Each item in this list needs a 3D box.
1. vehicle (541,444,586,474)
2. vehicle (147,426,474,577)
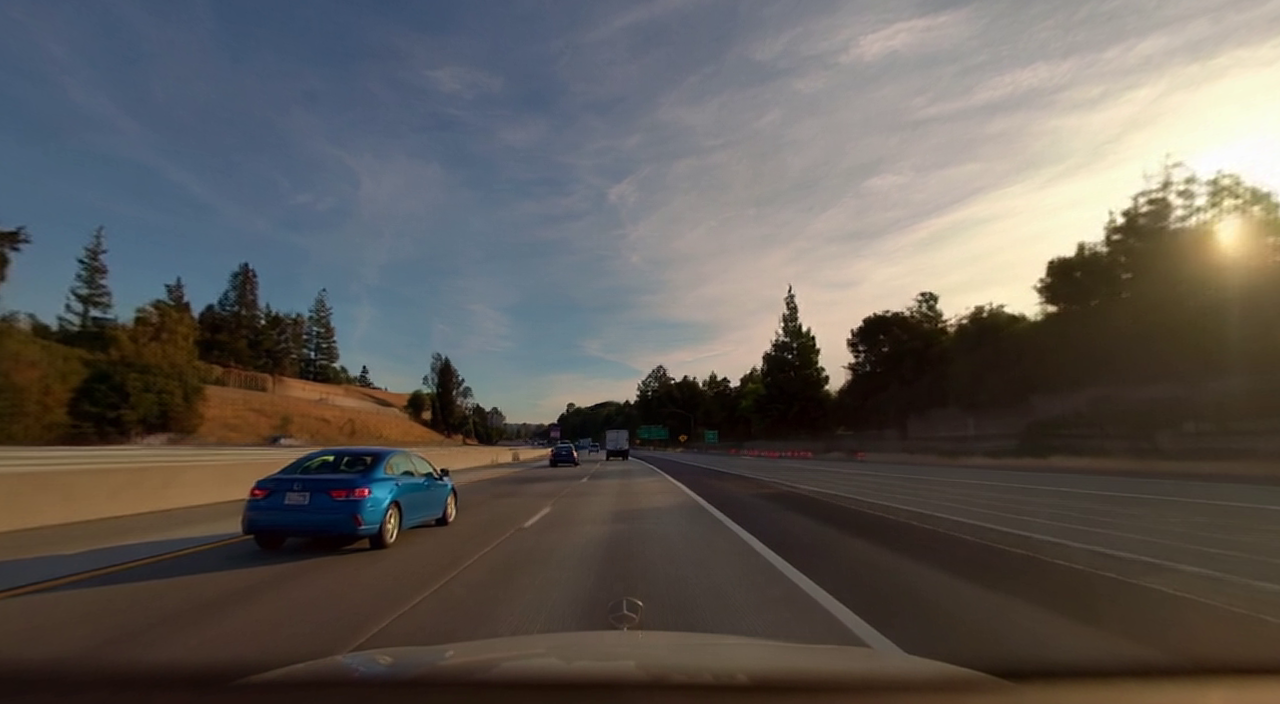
[{"bbox_3d":[-3.978,5.615,33.287,1.965,1.459,4.145,0,-9,-2],"label":"vehicle"},{"bbox_3d":[-3.975,1.878,8.782,2.012,1.510,4.672,0,-9,0],"label":"vehicle"}]
